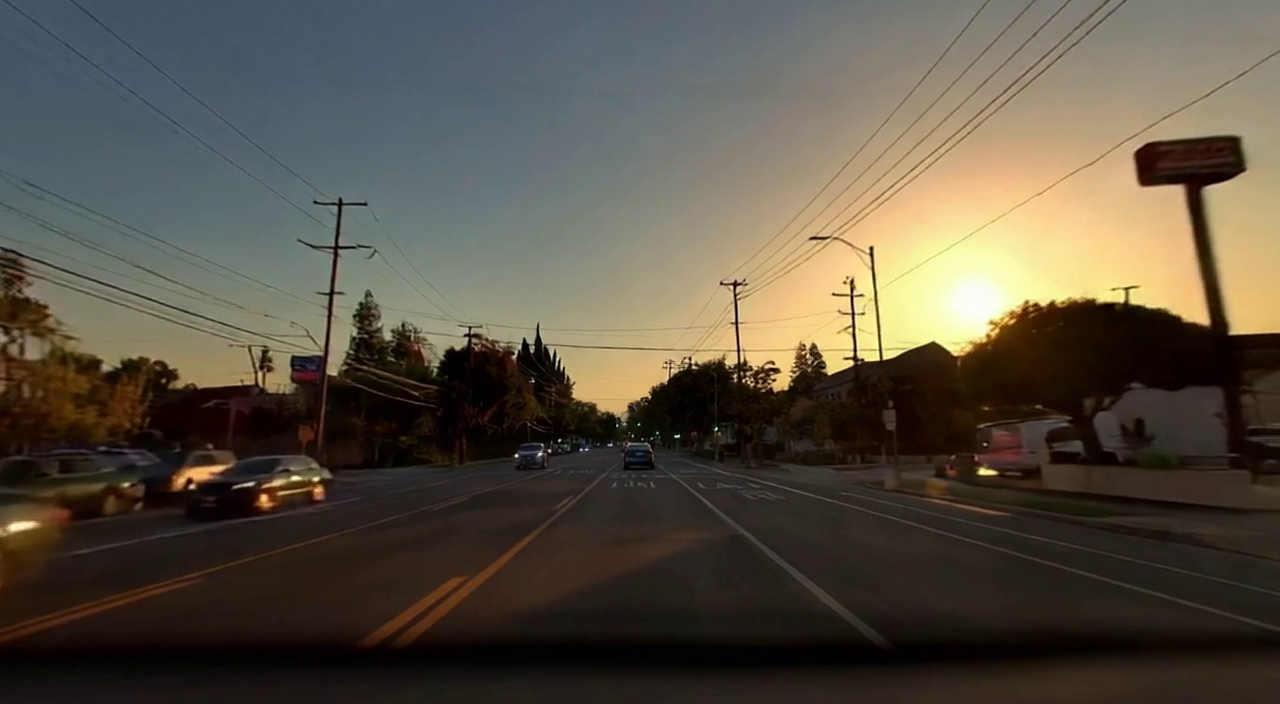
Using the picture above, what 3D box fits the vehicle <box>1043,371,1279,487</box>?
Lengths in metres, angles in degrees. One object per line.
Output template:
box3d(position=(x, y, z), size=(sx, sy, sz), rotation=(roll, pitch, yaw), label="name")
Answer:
box3d(position=(14.039, 2.139, 17.031), size=(2.449, 2.564, 5.877), rotation=(0, -8, 1), label="vehicle")

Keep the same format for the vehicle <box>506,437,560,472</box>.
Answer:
box3d(position=(-6.506, 6.295, 39.068), size=(2.338, 1.934, 5.605), rotation=(0, -8, 0), label="vehicle")

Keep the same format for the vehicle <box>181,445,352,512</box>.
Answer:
box3d(position=(-9.689, 3.273, 16.859), size=(2.073, 1.533, 4.020), rotation=(0, -8, 0), label="vehicle")

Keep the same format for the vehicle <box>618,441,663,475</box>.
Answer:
box3d(position=(0.033, 5.228, 31.434), size=(2.067, 1.547, 4.513), rotation=(0, -8, 0), label="vehicle")

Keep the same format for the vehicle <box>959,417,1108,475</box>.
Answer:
box3d(position=(14.340, 3.503, 23.574), size=(2.092, 1.881, 5.629), rotation=(-1, -8, 2), label="vehicle")

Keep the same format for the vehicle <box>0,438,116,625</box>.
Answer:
box3d(position=(-6.049, 1.260, 3.880), size=(1.923, 1.472, 4.342), rotation=(0, -8, 0), label="vehicle")
